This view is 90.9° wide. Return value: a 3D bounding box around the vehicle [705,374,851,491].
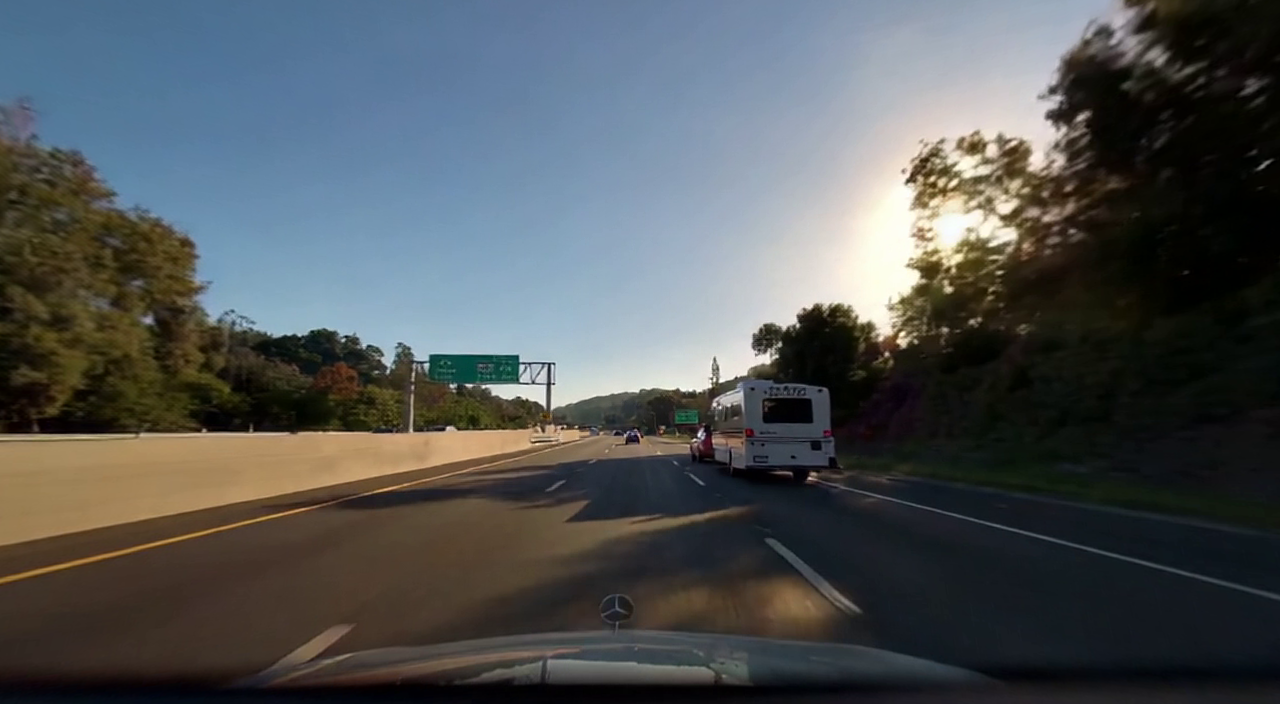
[{"bbox_3d":[3.473,2.207,17.336,2.590,2.680,5.445,0,-7,-2],"label":"vehicle"}]
